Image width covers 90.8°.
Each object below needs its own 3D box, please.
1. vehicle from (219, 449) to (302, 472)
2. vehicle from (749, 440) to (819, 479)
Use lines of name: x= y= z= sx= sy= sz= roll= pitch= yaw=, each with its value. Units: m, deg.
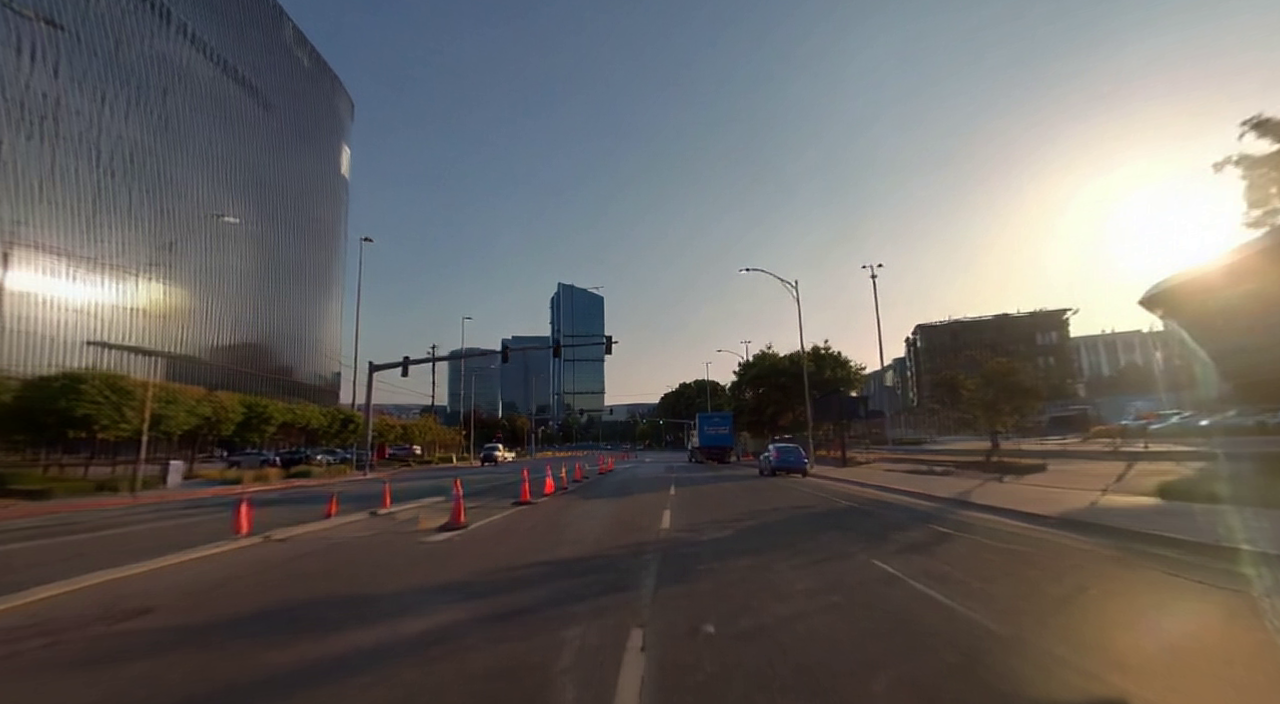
vehicle: x=-25.268 y=7.206 z=42.184 sx=4.237 sy=1.490 sz=1.901 roll=0 pitch=-8 yaw=-1
vehicle: x=6.441 y=4.856 z=28.861 sx=2.098 sy=1.619 sz=4.433 roll=0 pitch=-8 yaw=-1
